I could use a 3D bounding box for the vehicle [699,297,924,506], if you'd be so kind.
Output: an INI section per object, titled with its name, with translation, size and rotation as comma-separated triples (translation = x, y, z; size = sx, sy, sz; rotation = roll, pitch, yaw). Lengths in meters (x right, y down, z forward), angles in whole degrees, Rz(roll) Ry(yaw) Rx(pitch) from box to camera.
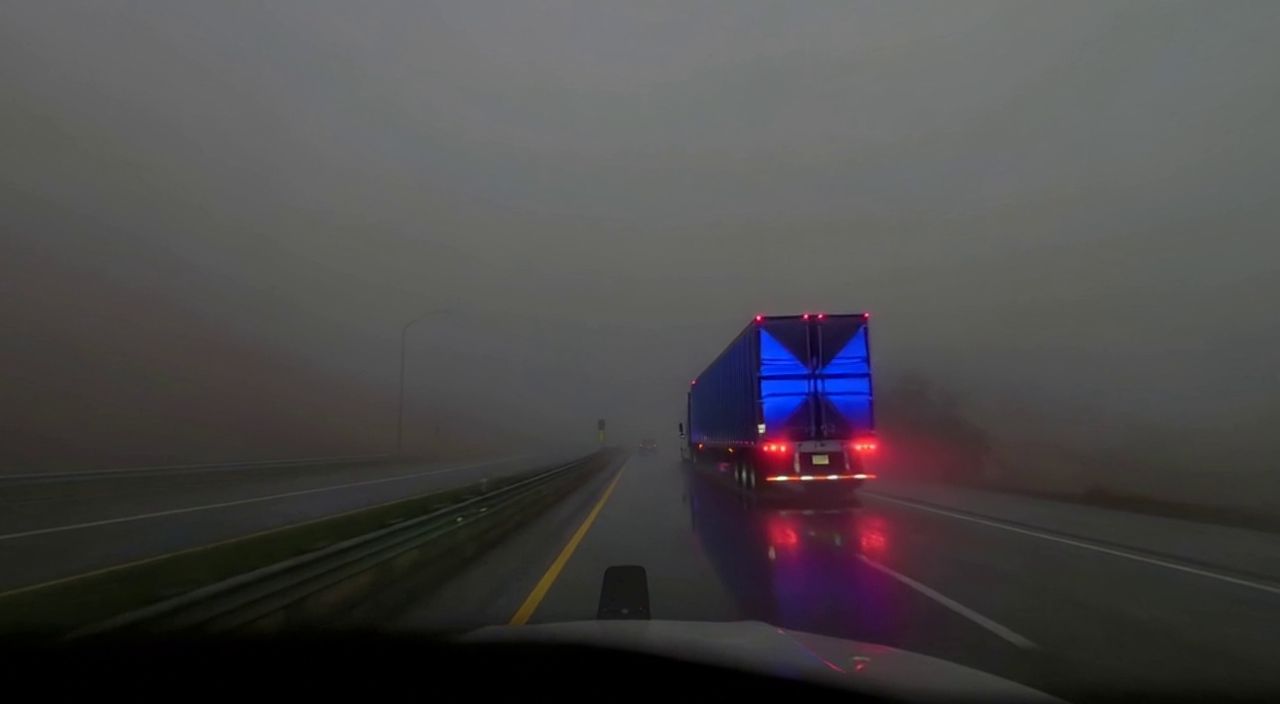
[vehicle]
translation = 4.329, 2.002, 20.531
size = 3.615, 4.578, 13.539
rotation = 0, -8, 0
